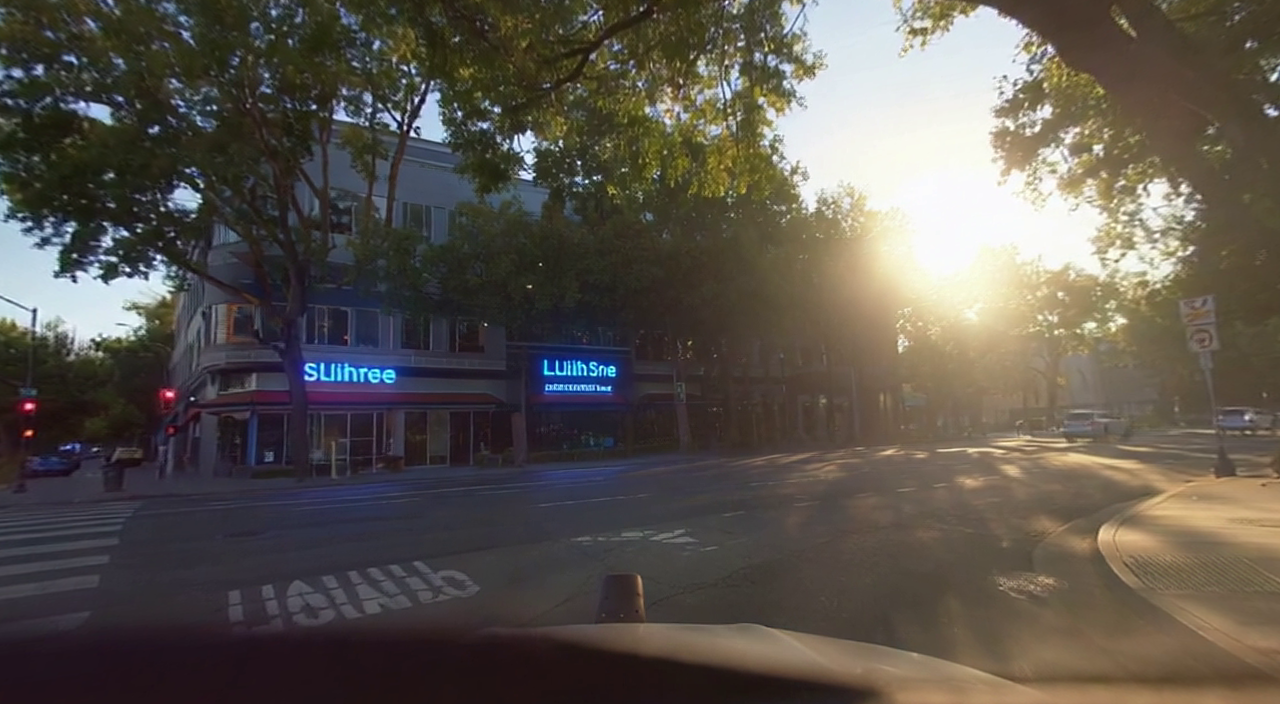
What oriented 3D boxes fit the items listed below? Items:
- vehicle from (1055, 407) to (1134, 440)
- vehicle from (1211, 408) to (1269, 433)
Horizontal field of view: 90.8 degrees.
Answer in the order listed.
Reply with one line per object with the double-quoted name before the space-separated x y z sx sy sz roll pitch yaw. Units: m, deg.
"vehicle" 27.054 4.311 37.567 4.689 1.758 2.146 6 -10 -34
"vehicle" 42.330 4.854 44.554 4.377 1.624 1.953 6 -10 -34
